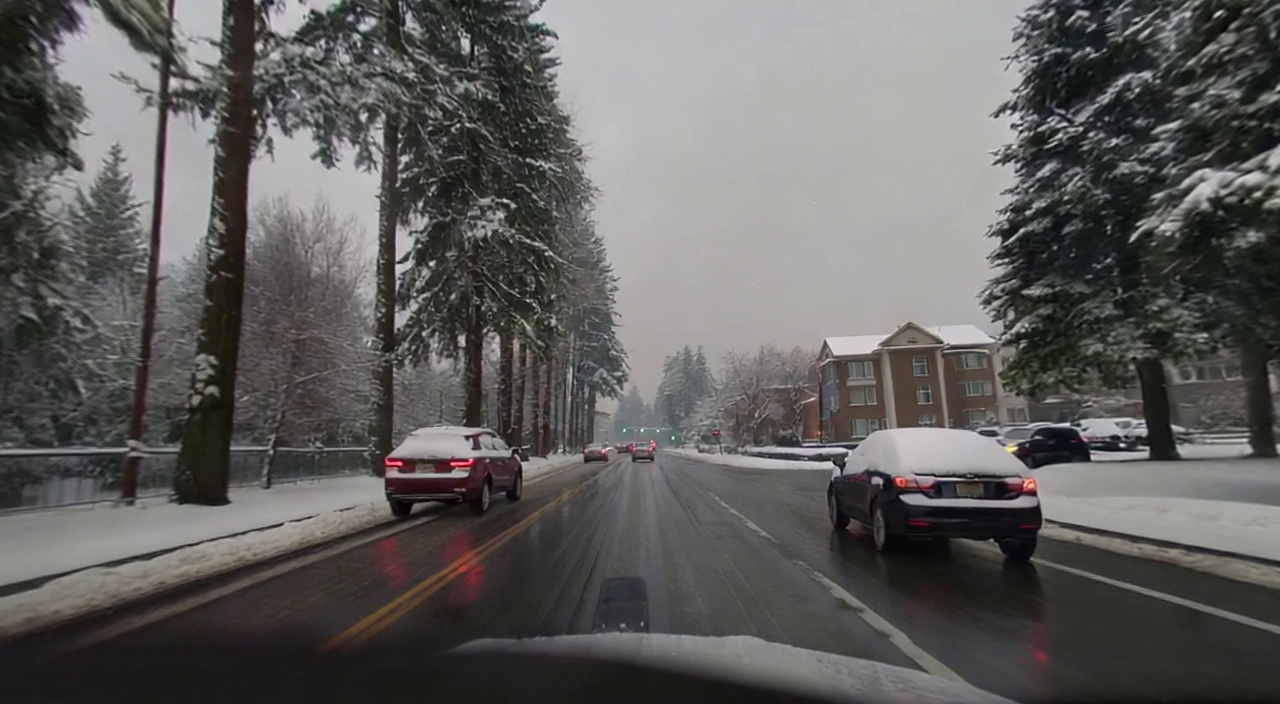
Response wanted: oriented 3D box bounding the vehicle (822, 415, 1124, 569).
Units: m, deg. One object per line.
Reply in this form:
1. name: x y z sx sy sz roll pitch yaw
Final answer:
1. vehicle: 4.101 1.785 8.798 1.969 1.593 4.293 0 -8 2

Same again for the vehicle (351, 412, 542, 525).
1. vehicle: -3.568 2.281 12.863 2.216 1.828 4.886 0 -8 2

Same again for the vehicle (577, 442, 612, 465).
1. vehicle: -3.303 7.474 46.609 2.091 1.548 4.604 0 -8 2

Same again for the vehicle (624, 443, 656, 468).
1. vehicle: 0.062 6.630 40.686 1.940 1.501 4.133 0 -8 1
